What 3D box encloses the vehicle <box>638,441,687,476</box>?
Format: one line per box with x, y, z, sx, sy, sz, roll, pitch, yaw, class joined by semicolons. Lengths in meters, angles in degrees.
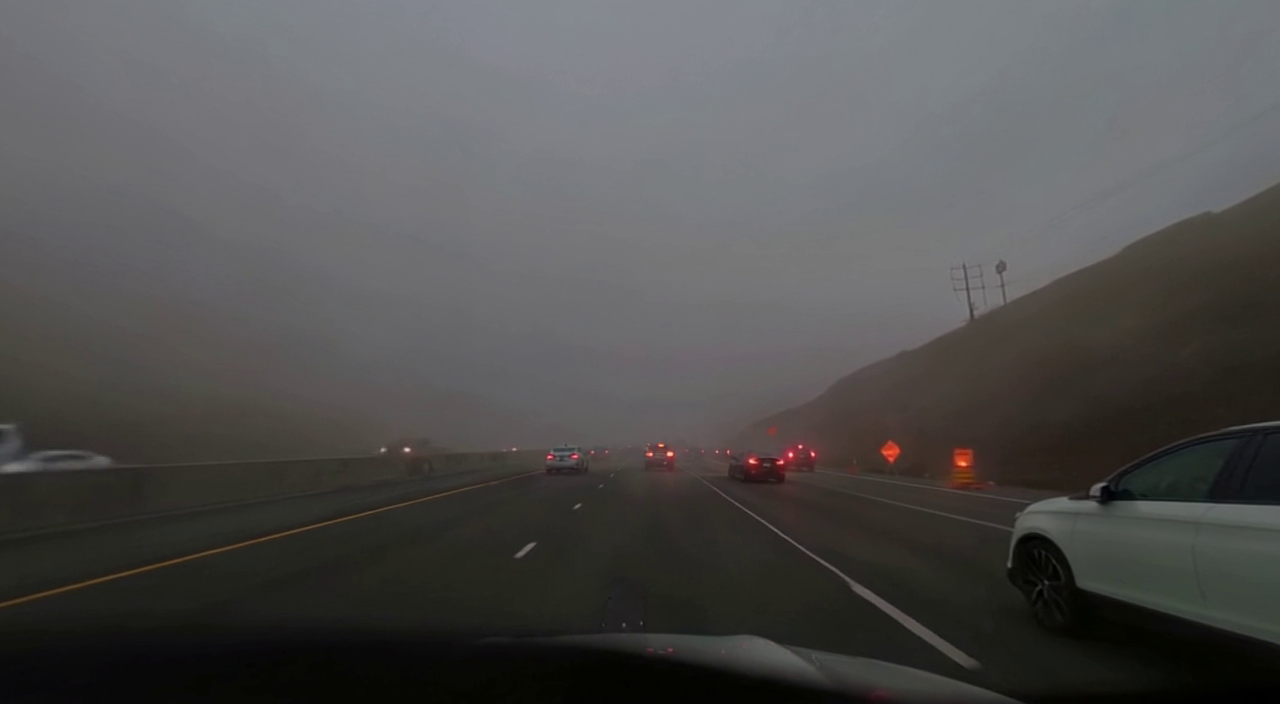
0.964;4.969;29.660;2.138;1.473;4.392;0;-8;0;vehicle

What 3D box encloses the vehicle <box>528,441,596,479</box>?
-3.189;4.526;26.707;2.232;1.438;4.163;-1;-8;2;vehicle

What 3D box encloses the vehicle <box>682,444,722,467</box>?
3.977;6.729;41.196;2.177;1.453;4.205;0;-8;0;vehicle

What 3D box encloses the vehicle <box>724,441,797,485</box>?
4.411;4.119;23.713;1.867;1.465;4.093;0;-8;-1;vehicle

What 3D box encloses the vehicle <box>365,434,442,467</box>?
-13.723;5.781;37.070;2.147;1.742;5.739;-1;-8;2;vehicle

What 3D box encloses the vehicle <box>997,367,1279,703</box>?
3.879;0.884;2.685;2.018;1.670;4.658;0;-8;1;vehicle

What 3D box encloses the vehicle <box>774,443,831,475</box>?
8.301;5.489;32.601;1.843;1.505;4.007;0;-8;0;vehicle
